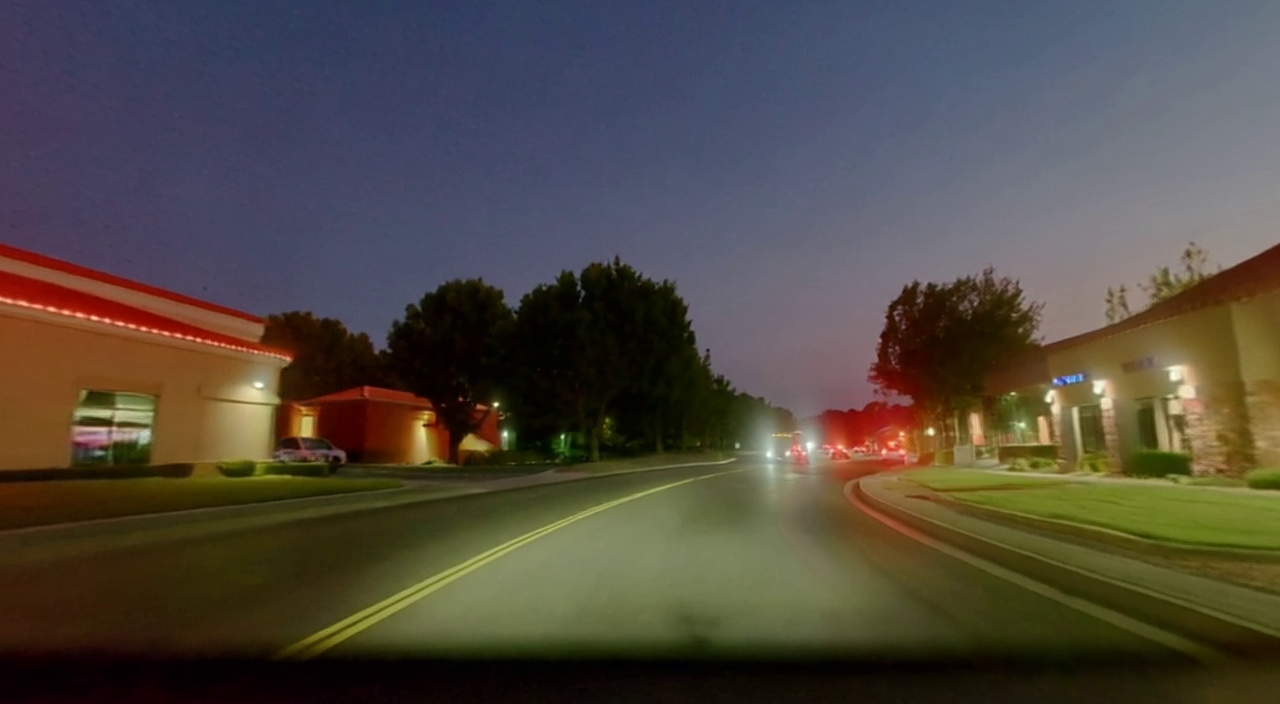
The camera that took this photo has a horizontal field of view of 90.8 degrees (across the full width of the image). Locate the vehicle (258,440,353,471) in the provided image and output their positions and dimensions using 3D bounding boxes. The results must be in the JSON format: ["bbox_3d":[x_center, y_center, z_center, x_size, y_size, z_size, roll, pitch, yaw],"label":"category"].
[{"bbox_3d":[-19.472,6.024,36.933,4.410,1.689,1.974,1,-9,-10],"label":"vehicle"}]

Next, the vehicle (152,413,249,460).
[{"bbox_3d":[-26.906,5.293,38.983,2.576,2.597,5.438,0,-10,-8],"label":"vehicle"}]
